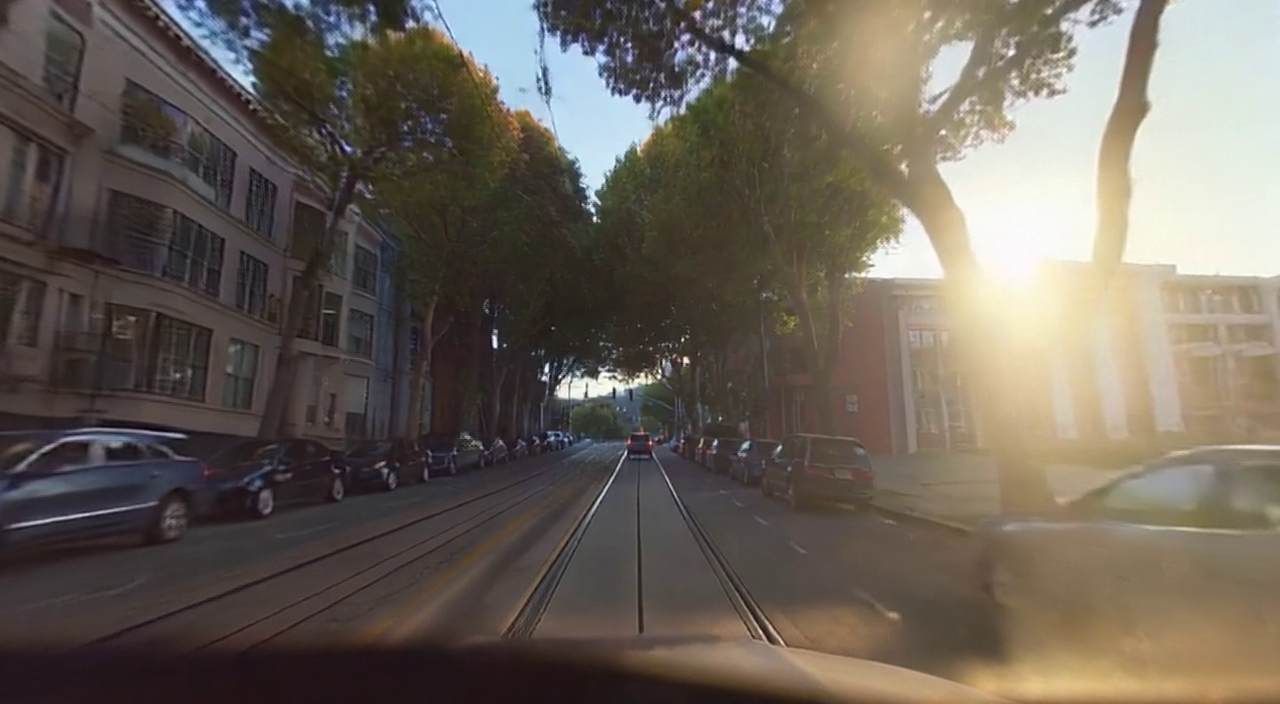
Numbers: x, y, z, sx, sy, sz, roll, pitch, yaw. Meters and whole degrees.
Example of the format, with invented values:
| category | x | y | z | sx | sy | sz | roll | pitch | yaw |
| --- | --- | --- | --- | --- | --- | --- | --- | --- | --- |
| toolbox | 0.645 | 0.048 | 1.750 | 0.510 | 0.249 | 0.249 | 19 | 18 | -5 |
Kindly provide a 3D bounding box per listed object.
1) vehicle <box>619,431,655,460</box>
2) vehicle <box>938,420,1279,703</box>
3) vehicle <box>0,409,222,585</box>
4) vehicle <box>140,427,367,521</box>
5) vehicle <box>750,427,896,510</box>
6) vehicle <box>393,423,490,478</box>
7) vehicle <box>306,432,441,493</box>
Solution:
| category | x | y | z | sx | sy | sz | roll | pitch | yaw |
| --- | --- | --- | --- | --- | --- | --- | --- | --- | --- |
| vehicle | -0.187 | 5.383 | 36.341 | 1.984 | 1.571 | 3.404 | 0 | -9 | 0 |
| vehicle | 3.815 | 1.187 | 3.787 | 1.838 | 1.475 | 4.163 | 0 | -9 | -3 |
| vehicle | -7.316 | 1.535 | 7.208 | 1.861 | 1.751 | 4.550 | 1 | -6 | 2 |
| vehicle | -7.332 | 2.393 | 12.659 | 1.756 | 1.492 | 4.426 | 1 | -10 | -1 |
| vehicle | 3.865 | 2.541 | 14.208 | 1.890 | 1.559 | 4.281 | 0 | -9 | -2 |
| vehicle | -7.289 | 3.695 | 23.820 | 2.049 | 1.821 | 5.066 | 0 | -9 | 0 |
| vehicle | -7.378 | 3.104 | 18.125 | 1.833 | 1.477 | 4.851 | 0 | -9 | -1 |
